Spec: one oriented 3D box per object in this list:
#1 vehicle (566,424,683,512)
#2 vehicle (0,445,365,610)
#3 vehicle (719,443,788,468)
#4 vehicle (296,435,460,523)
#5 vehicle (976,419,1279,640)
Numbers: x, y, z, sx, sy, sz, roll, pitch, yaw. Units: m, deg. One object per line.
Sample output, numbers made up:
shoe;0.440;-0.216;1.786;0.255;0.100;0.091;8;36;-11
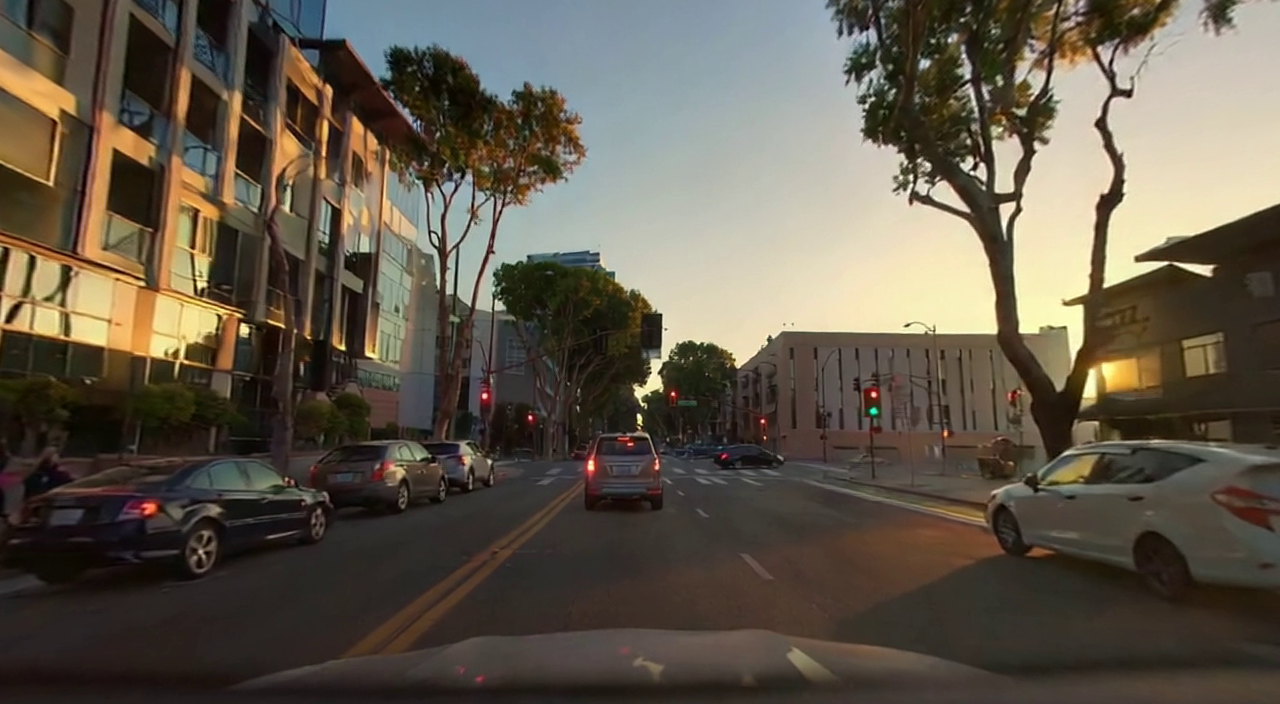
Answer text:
vehicle;-0.278;2.555;14.276;2.258;1.687;3.934;-1;-9;1
vehicle;-5.591;1.945;8.030;1.841;1.466;4.364;-2;-9;6
vehicle;7.560;6.864;41.921;4.638;1.555;1.824;6;-11;-36
vehicle;-5.778;2.830;14.684;1.904;1.684;4.529;0;-9;-1
vehicle;5.958;1.681;6.912;2.004;1.699;4.525;0;-9;-1
